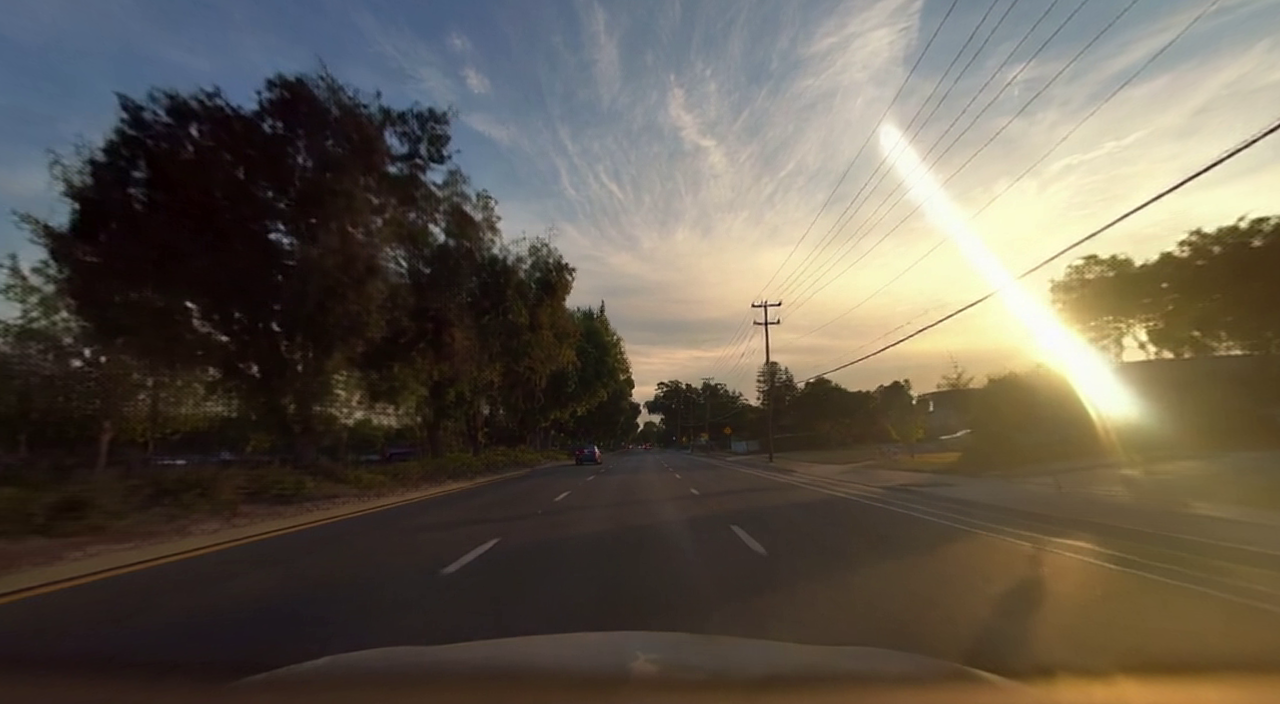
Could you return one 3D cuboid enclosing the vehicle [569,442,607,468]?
[{"bbox_3d":[-3.251,6.518,39.988,2.007,1.514,4.049,0,-8,1],"label":"vehicle"}]
